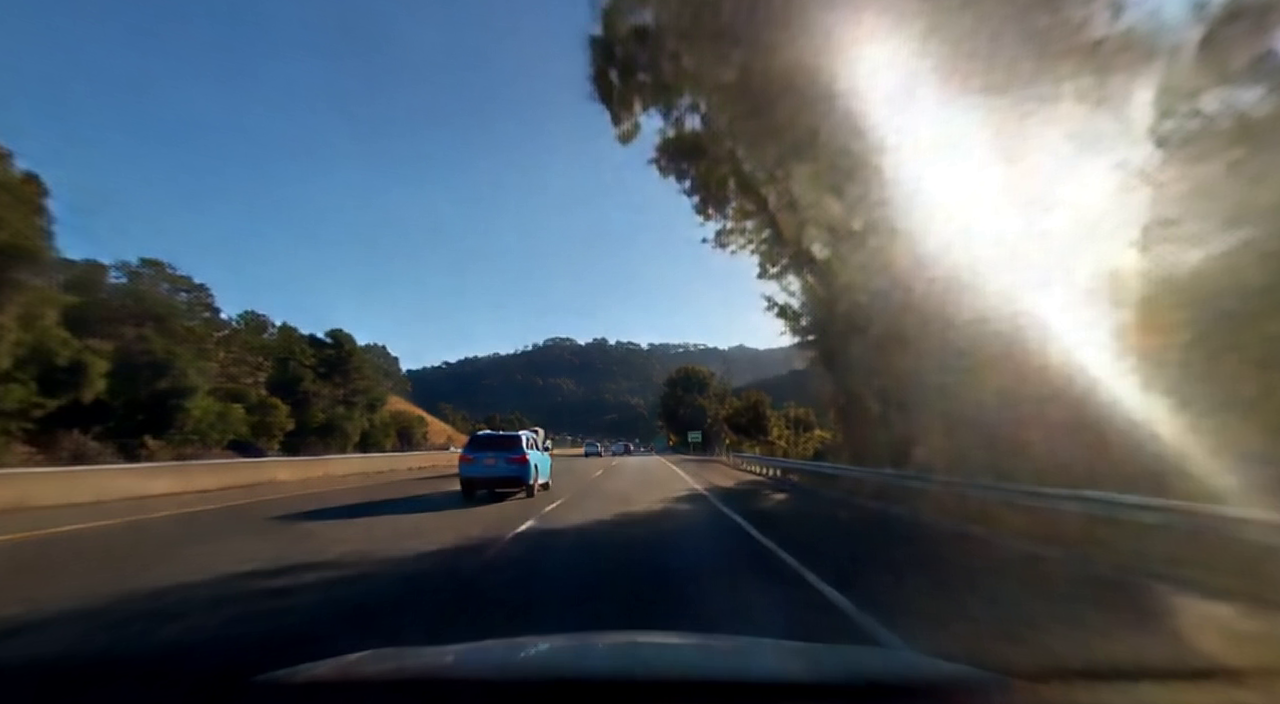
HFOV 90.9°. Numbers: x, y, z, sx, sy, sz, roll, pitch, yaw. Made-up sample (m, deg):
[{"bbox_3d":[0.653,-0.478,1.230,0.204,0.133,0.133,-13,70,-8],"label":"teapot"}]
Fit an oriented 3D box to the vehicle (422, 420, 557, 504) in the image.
[{"bbox_3d":[-3.425,2.612,15.390,2.138,1.718,4.415,0,-8,1],"label":"vehicle"}]
